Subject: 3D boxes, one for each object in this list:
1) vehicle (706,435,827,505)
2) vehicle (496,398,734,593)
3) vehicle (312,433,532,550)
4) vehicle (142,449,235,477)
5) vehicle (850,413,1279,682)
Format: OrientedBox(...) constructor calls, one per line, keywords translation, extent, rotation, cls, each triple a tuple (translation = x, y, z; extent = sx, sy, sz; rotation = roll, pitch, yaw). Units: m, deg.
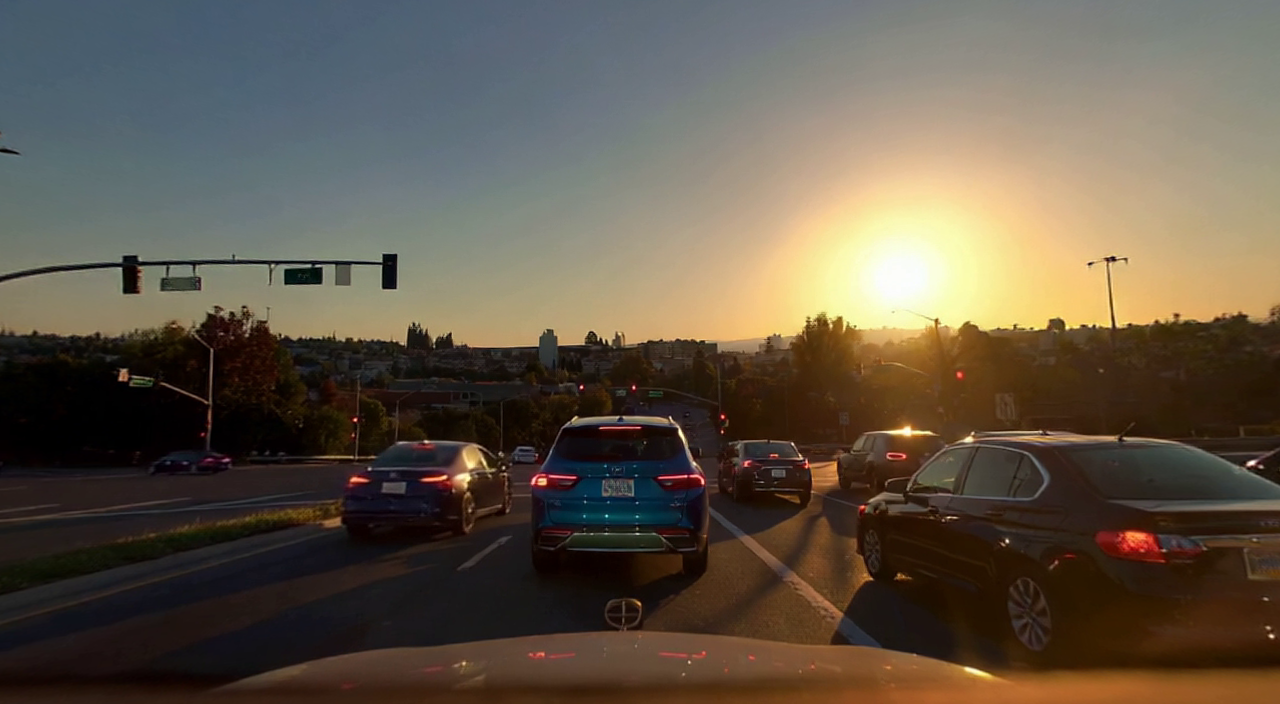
OrientedBox(translation=(2.972, 2.857, 15.774), extent=(1.950, 1.506, 4.086), rotation=(0, -8, -3), cls="vehicle")
OrientedBox(translation=(-0.277, 1.559, 7.627), extent=(2.101, 1.707, 3.904), rotation=(0, -8, -2), cls="vehicle")
OrientedBox(translation=(-3.186, 2.127, 10.368), extent=(2.077, 1.493, 4.281), rotation=(0, -9, 0), cls="vehicle")
OrientedBox(translation=(-30.128, 7.404, 42.270), extent=(4.446, 1.821, 2.276), rotation=(0, -8, 1), cls="vehicle")
OrientedBox(translation=(3.607, 1.394, 5.688), extent=(1.861, 1.478, 4.185), rotation=(0, -8, -2), cls="vehicle")
